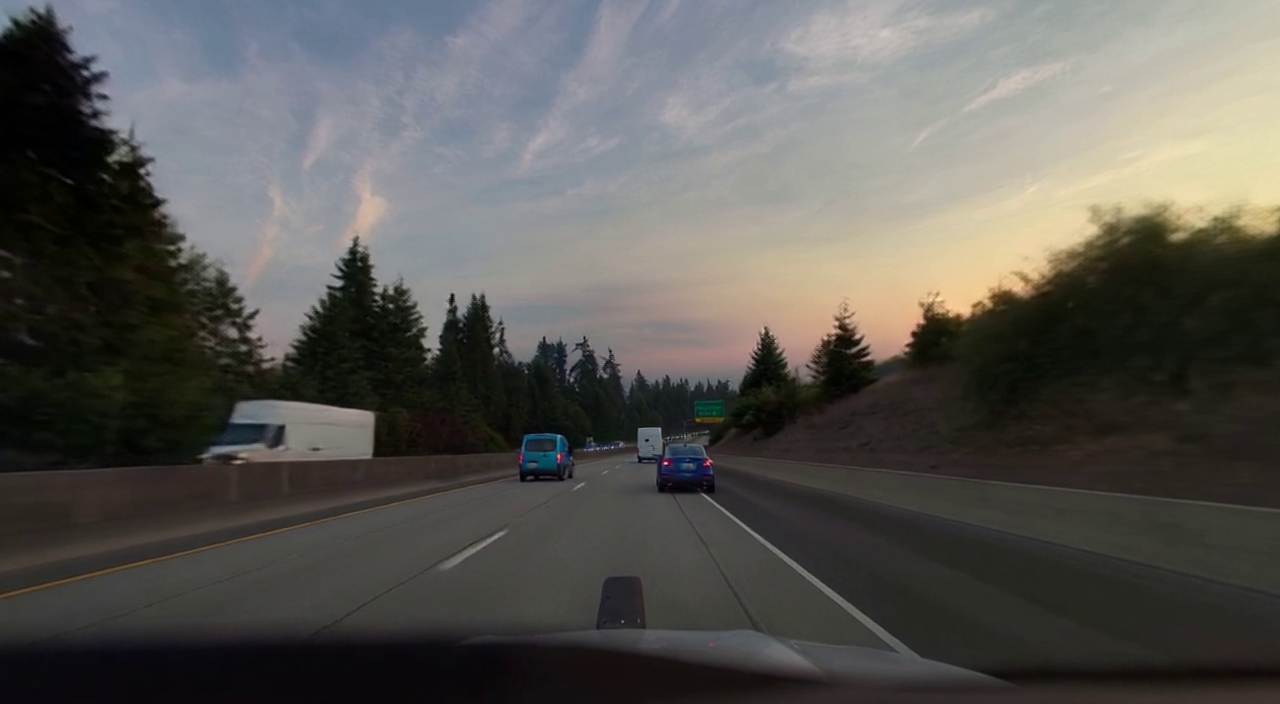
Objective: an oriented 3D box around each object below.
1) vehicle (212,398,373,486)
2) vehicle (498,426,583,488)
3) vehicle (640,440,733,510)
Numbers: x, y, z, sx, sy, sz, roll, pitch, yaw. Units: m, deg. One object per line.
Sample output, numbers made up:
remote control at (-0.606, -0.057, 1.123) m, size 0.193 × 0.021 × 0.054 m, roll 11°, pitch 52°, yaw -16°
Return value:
vehicle at (-16.864, 4.552, 31.601) m, size 2.955 × 3.771 × 8.596 m, roll 0°, pitch -9°, yaw 1°
vehicle at (-3.523, 3.874, 23.370) m, size 2.217 × 2.033 × 4.975 m, roll 0°, pitch -9°, yaw 1°
vehicle at (1.008, 2.952, 15.525) m, size 2.012 × 1.485 × 3.649 m, roll 0°, pitch -9°, yaw 0°
